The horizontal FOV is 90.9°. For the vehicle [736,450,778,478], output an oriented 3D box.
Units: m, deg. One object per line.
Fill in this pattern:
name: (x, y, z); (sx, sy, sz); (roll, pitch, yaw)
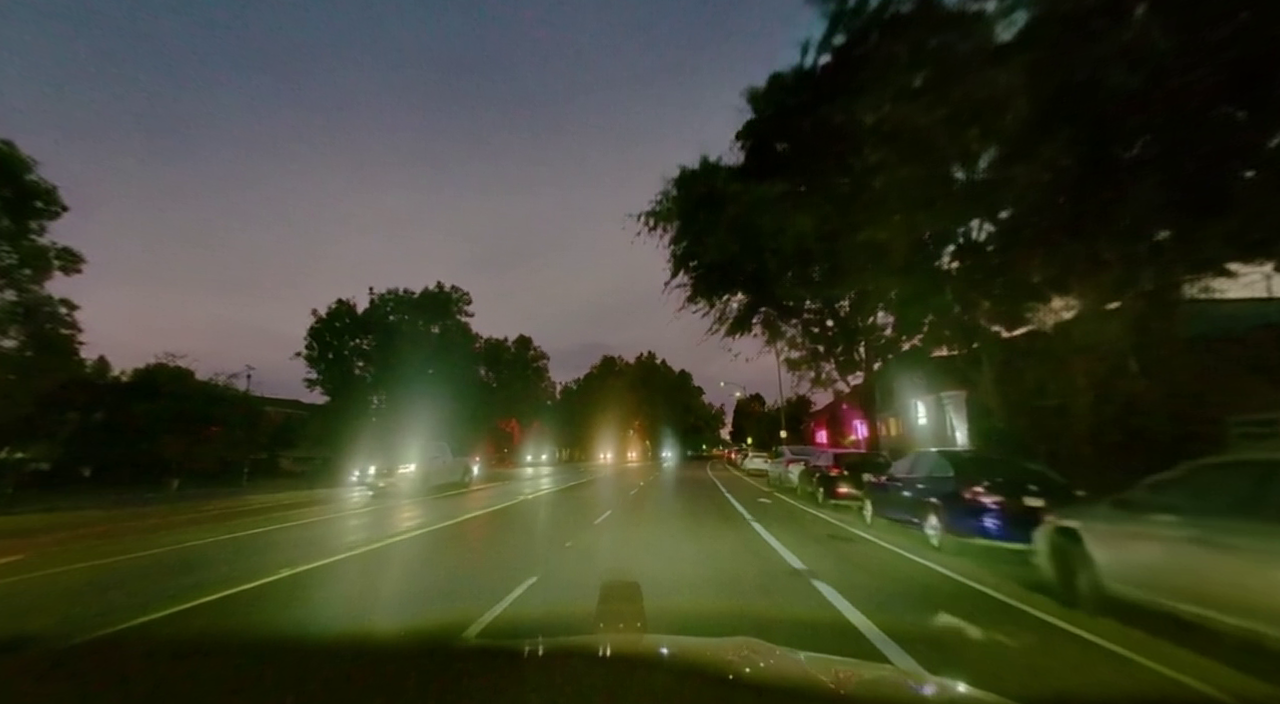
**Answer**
vehicle: (6.473, 6.241, 35.377); (1.833, 1.399, 4.727); (-1, -8, 5)

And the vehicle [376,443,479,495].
vehicle: (-7.740, 4.270, 23.592); (2.331, 1.696, 4.861); (0, -8, -2)

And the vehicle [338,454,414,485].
vehicle: (-14.374, 6.419, 34.625); (1.909, 1.483, 4.498); (-1, -8, 5)

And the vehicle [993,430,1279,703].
vehicle: (4.364, 1.197, 3.587); (2.080, 1.490, 5.001); (-1, -8, 4)
